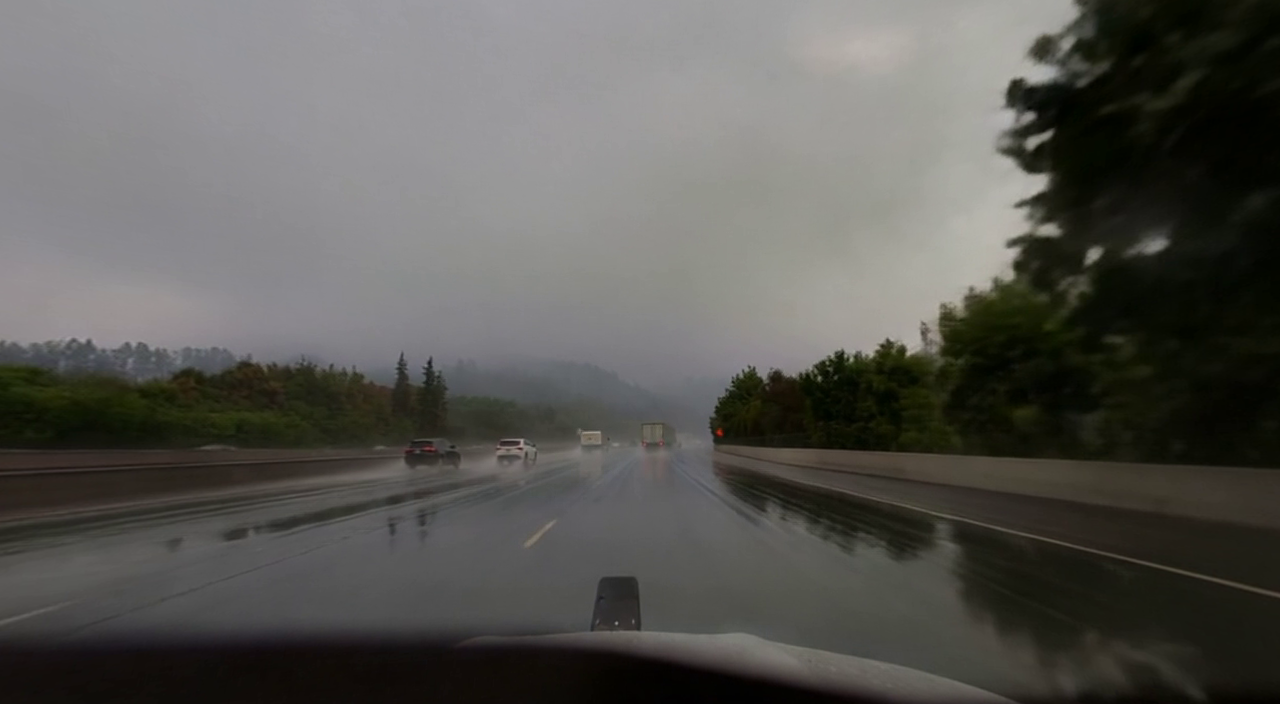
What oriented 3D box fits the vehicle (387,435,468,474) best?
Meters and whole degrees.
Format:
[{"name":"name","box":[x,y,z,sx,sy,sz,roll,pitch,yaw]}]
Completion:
[{"name":"vehicle","box":[-10.373,5.053,31.338,2.080,1.777,5.450,0,-9,1]}]

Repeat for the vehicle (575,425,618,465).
[{"name":"vehicle","box":[-2.909,6.387,43.256,2.328,2.519,5.238,-1,-8,3]}]

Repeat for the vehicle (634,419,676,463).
[{"name":"vehicle","box":[1.042,6.324,44.714,2.768,2.854,6.757,0,-8,1]}]

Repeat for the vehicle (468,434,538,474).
[{"name":"vehicle","box":[-6.659,5.045,31.426,2.206,1.838,4.889,-1,-9,2]}]
